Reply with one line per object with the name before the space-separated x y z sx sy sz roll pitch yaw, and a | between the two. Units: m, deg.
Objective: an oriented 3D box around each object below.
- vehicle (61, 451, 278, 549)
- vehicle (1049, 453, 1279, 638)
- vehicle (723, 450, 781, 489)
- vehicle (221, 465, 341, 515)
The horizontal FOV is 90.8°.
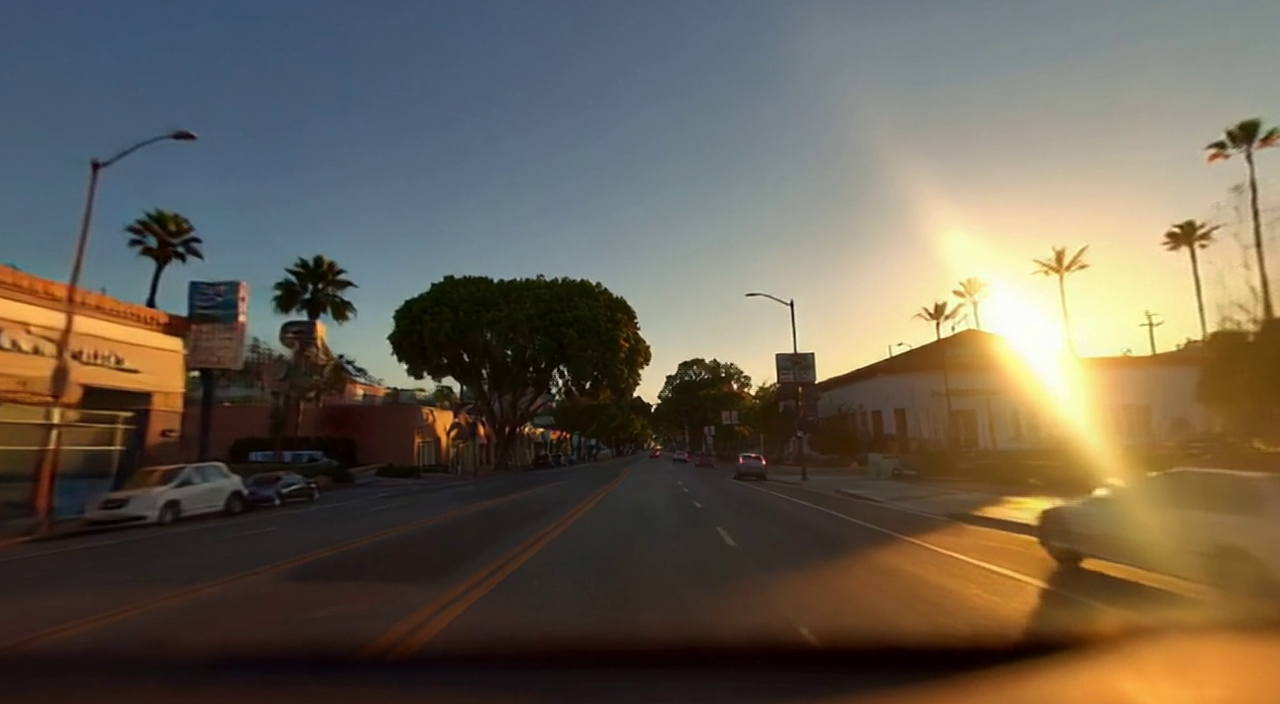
vehicle | -12.428 3.852 17.299 1.949 2.026 5.141 1 -7 -1
vehicle | 6.283 1.715 5.835 1.932 1.490 4.598 0 -8 0
vehicle | 4.736 5.021 27.329 2.067 1.477 4.653 -1 -9 5
vehicle | -12.609 4.835 22.545 1.791 1.446 4.368 0 -8 -1
